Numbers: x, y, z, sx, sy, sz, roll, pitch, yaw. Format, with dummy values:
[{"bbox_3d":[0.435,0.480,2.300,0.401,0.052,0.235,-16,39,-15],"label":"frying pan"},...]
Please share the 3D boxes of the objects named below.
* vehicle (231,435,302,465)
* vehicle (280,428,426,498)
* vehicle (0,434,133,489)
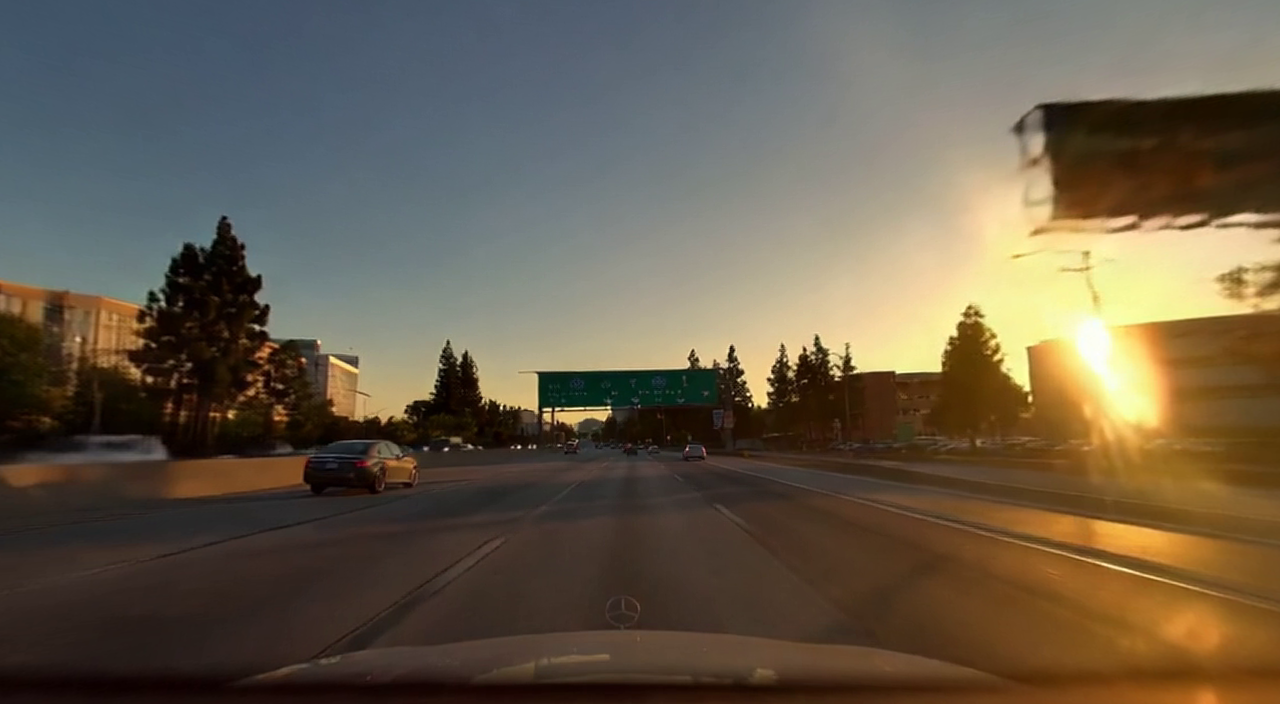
[{"bbox_3d":[-29.190,7.697,49.680,2.250,2.218,5.664,0,-8,-2],"label":"vehicle"},{"bbox_3d":[-7.854,3.064,17.856,2.089,1.724,4.327,0,-8,0],"label":"vehicle"},{"bbox_3d":[-21.382,3.807,22.296,2.213,1.709,5.781,0,-8,0],"label":"vehicle"}]
